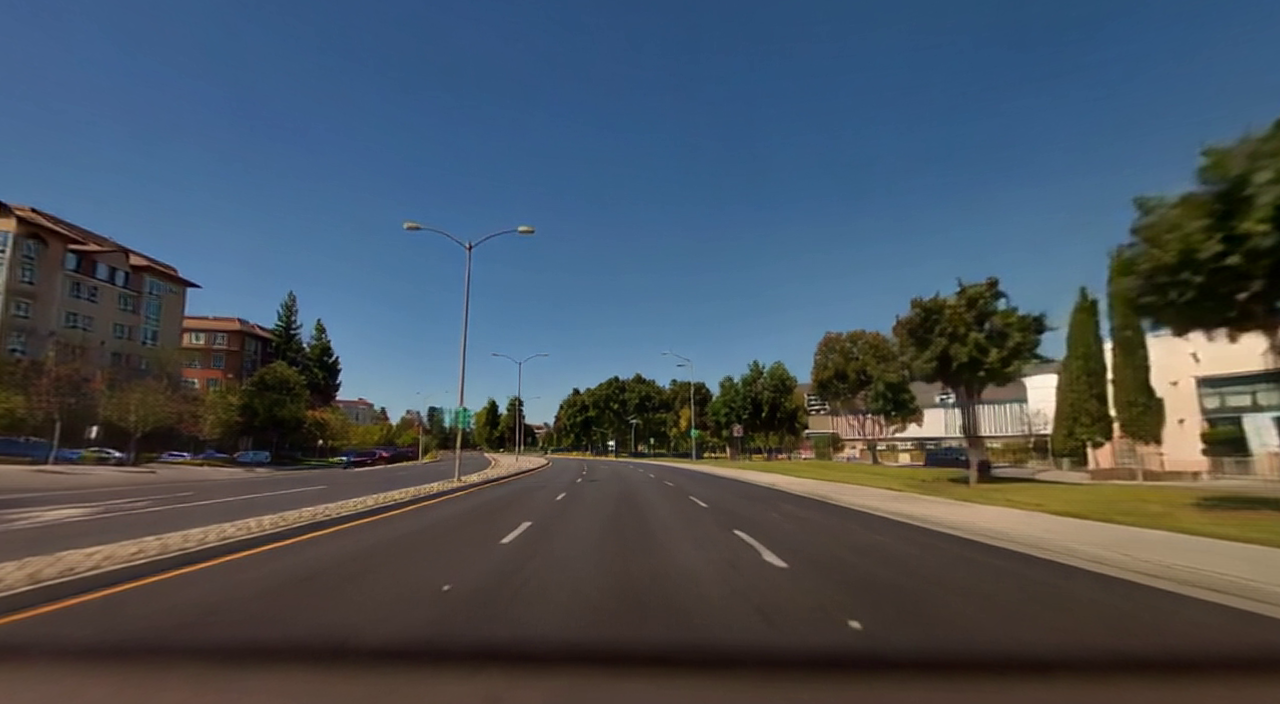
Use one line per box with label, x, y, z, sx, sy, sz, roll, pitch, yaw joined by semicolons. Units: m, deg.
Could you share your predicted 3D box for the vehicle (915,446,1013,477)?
vehicle;22.781;7.709;44.736;2.337;1.969;5.826;7;-11;-25
